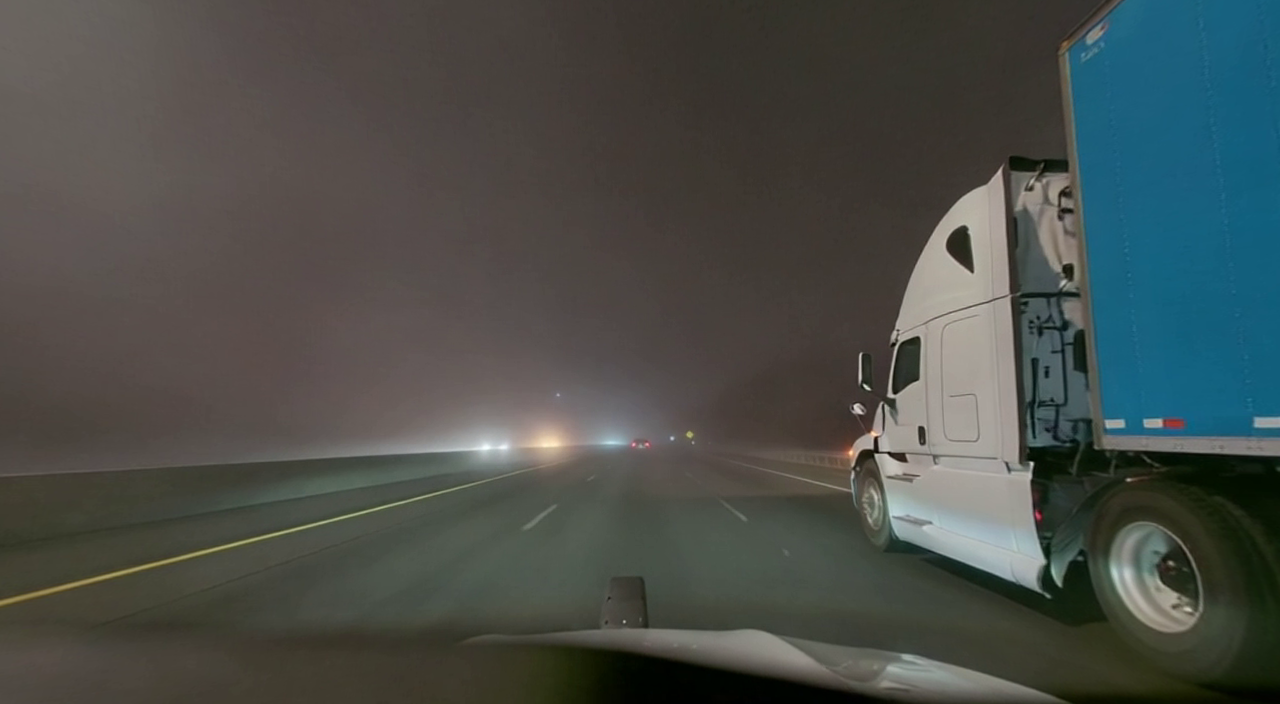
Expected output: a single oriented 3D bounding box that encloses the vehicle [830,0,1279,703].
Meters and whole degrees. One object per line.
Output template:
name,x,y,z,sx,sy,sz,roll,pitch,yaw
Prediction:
vehicle,3.626,-0.242,2.356,3.012,3.768,8.945,0,-8,0
